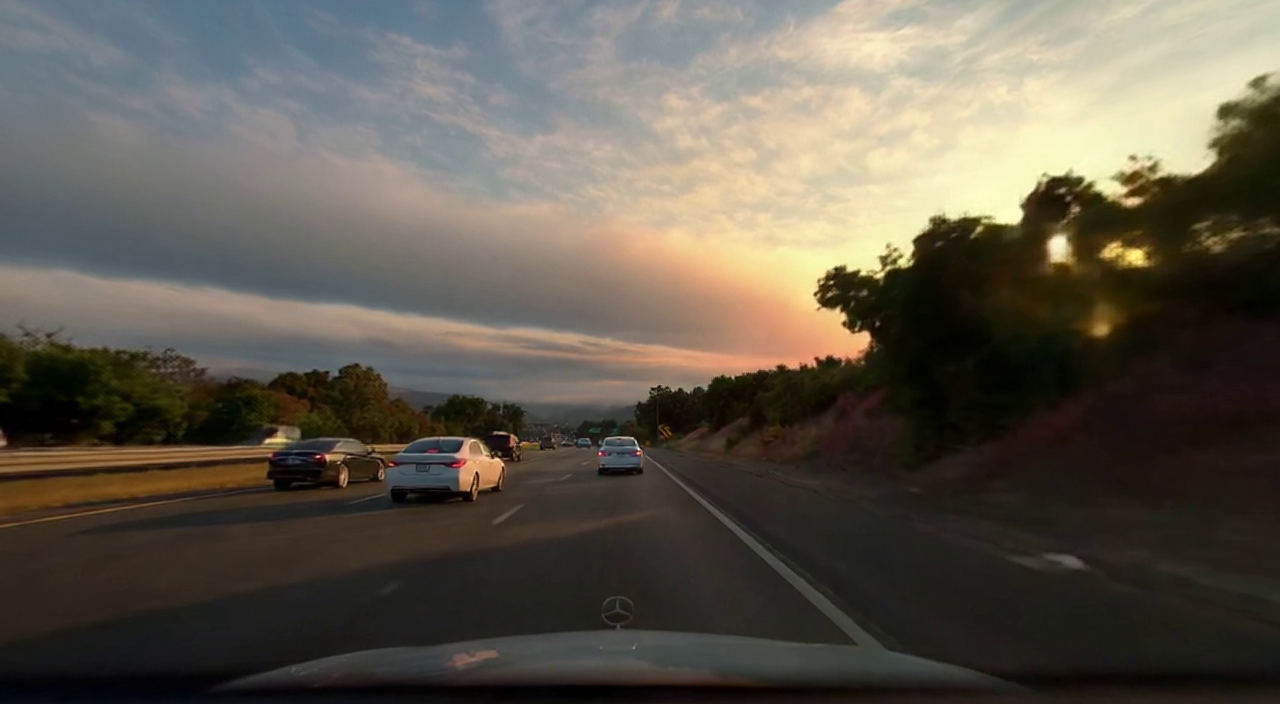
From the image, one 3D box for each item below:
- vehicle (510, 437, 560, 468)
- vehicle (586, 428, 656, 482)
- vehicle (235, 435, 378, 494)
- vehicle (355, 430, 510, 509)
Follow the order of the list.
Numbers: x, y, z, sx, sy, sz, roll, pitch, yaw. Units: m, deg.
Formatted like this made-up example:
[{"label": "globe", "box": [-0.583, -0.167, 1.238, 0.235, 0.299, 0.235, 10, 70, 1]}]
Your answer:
[{"label": "vehicle", "box": [-5.185, 5.000, 31.486, 1.835, 1.432, 3.835, 0, -8, 0]}, {"label": "vehicle", "box": [-0.651, 3.505, 21.757, 2.178, 1.658, 3.916, 0, -8, -1]}, {"label": "vehicle", "box": [-9.205, 3.085, 17.761, 1.850, 1.439, 3.932, 0, -8, 0]}, {"label": "vehicle", "box": [-4.351, 2.513, 14.053, 1.971, 1.464, 4.386, 0, -8, 0]}]
